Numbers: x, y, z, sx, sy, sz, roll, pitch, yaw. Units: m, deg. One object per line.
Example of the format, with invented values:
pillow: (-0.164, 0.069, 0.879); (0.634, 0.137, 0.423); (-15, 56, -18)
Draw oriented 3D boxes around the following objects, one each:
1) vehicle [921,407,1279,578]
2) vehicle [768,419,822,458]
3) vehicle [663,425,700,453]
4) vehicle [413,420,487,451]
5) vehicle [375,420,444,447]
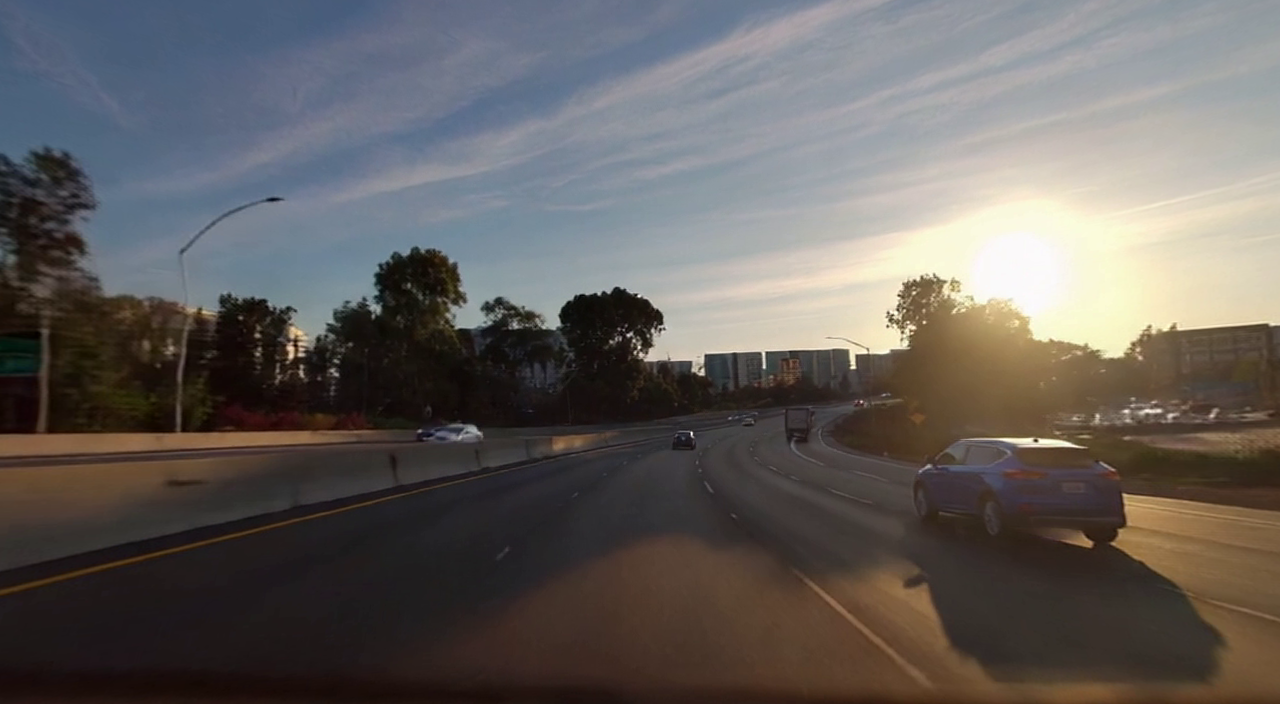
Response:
vehicle: (5.685, 1.706, 8.451); (2.097, 1.659, 4.320); (0, -9, 4)
vehicle: (9.622, 5.509, 39.811); (2.526, 2.230, 6.190); (0, -9, 7)
vehicle: (2.874, 5.938, 42.939); (2.181, 1.768, 4.383); (-1, -9, 9)
vehicle: (-10.257, 4.607, 34.565); (2.179, 1.522, 4.505); (-1, -9, 7)
vehicle: (-13.506, 4.879, 37.369); (2.030, 1.457, 4.365); (-1, -9, 6)
